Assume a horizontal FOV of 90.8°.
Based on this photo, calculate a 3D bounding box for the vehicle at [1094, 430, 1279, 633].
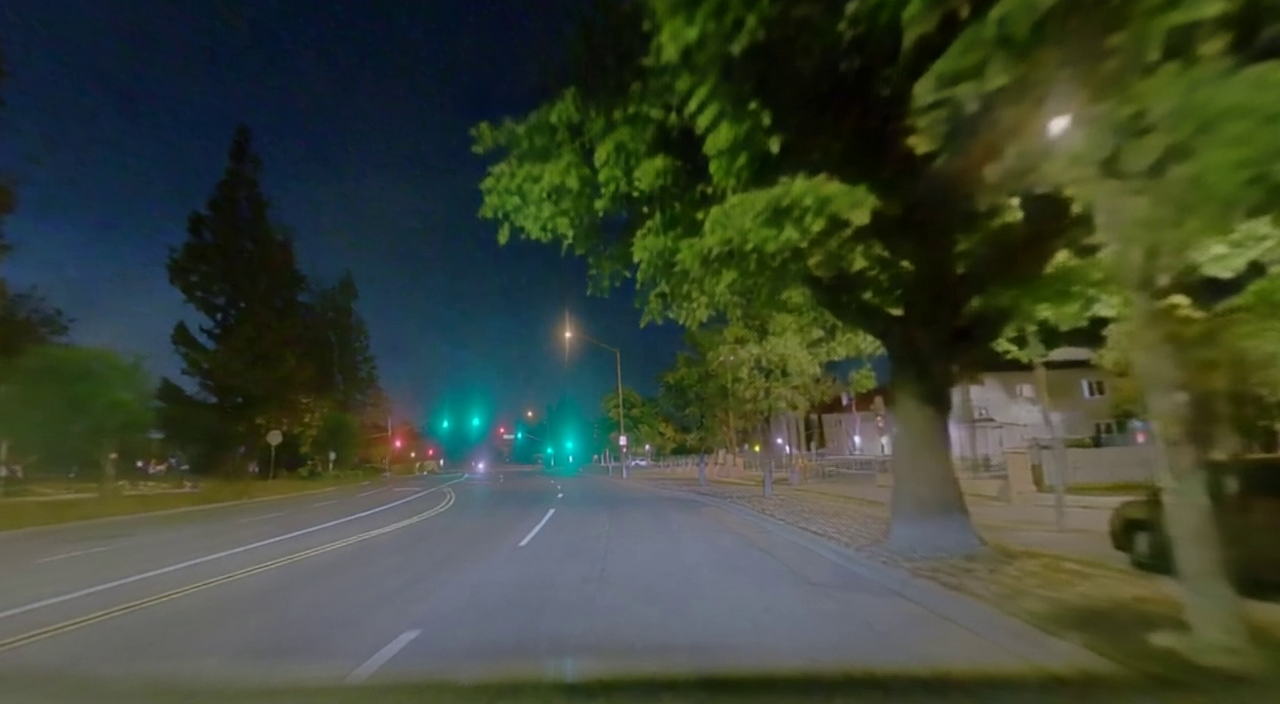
[{"bbox_3d":[7.820,1.845,6.696,2.456,2.057,5.270,-3,-9,7],"label":"vehicle"}]
